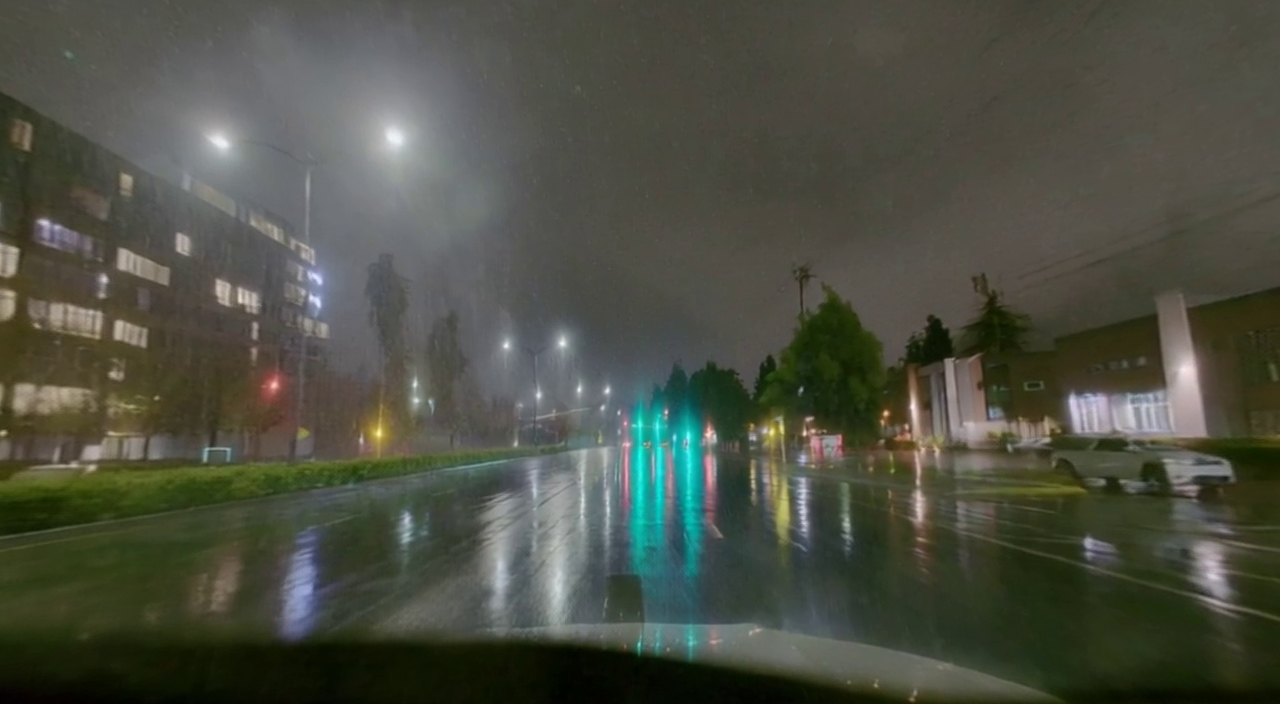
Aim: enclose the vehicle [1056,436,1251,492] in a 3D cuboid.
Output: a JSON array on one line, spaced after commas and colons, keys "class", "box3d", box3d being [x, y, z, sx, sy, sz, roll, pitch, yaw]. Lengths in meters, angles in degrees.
[{"class": "vehicle", "box3d": [15.477, 3.374, 19.405, 1.931, 1.475, 4.671, 0, -8, -3]}]
